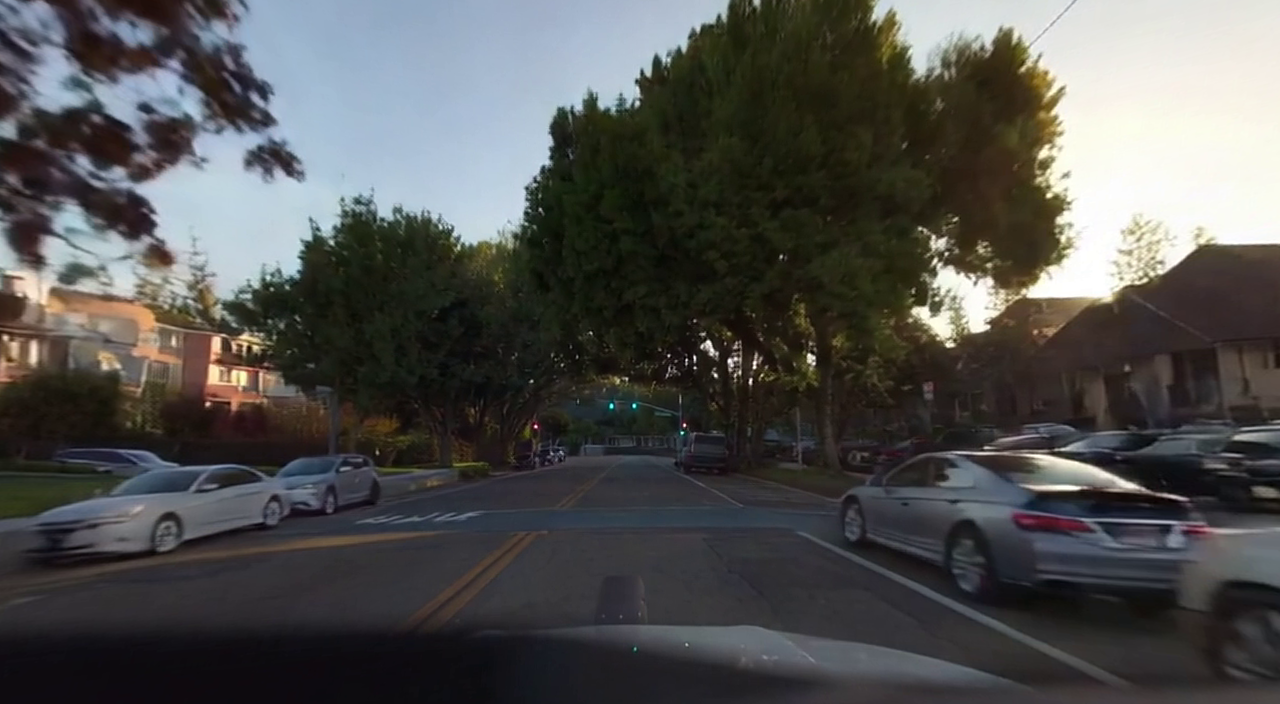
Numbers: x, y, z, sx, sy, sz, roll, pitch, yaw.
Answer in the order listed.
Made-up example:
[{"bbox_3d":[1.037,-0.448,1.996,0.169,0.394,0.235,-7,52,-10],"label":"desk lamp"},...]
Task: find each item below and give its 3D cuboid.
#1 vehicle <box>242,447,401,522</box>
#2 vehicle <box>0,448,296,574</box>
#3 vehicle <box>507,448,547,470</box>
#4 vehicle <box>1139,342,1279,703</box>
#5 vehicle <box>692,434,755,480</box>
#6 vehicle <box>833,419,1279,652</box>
[{"bbox_3d":[-7.737,3.202,15.858,1.965,1.501,3.892,-1,-7,0],"label":"vehicle"},{"bbox_3d":[-7.694,2.341,10.195,2.013,1.550,4.290,0,-8,-3],"label":"vehicle"},{"bbox_3d":[-8.109,7.675,45.591,2.083,1.454,4.603,0,-8,-1],"label":"vehicle"},{"bbox_3d":[3.968,0.570,0.917,2.148,1.777,5.196,0,-8,-1],"label":"vehicle"},{"bbox_3d":[3.699,4.756,28.876,2.034,1.906,4.653,0,-8,-2],"label":"vehicle"},{"bbox_3d":[3.821,1.623,6.652,2.069,1.494,4.620,3,-9,-1],"label":"vehicle"}]
